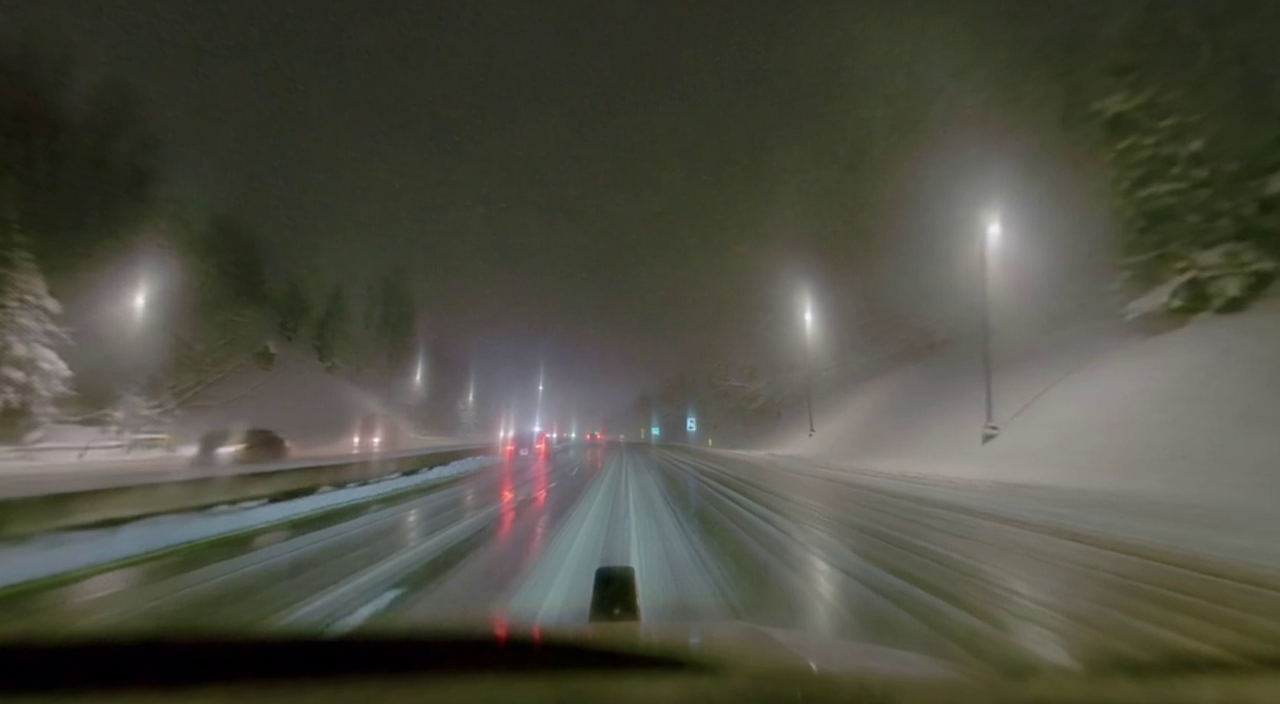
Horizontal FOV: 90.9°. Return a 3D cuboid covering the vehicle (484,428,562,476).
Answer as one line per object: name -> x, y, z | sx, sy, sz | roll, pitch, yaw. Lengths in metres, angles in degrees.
vehicle -> -4.179, 3.630, 23.237 | 2.062, 1.591, 4.156 | 0, -8, 0

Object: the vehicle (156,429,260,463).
vehicle -> -20.002, 4.356, 29.456 | 1.799, 1.449, 4.453 | 0, -8, -2
